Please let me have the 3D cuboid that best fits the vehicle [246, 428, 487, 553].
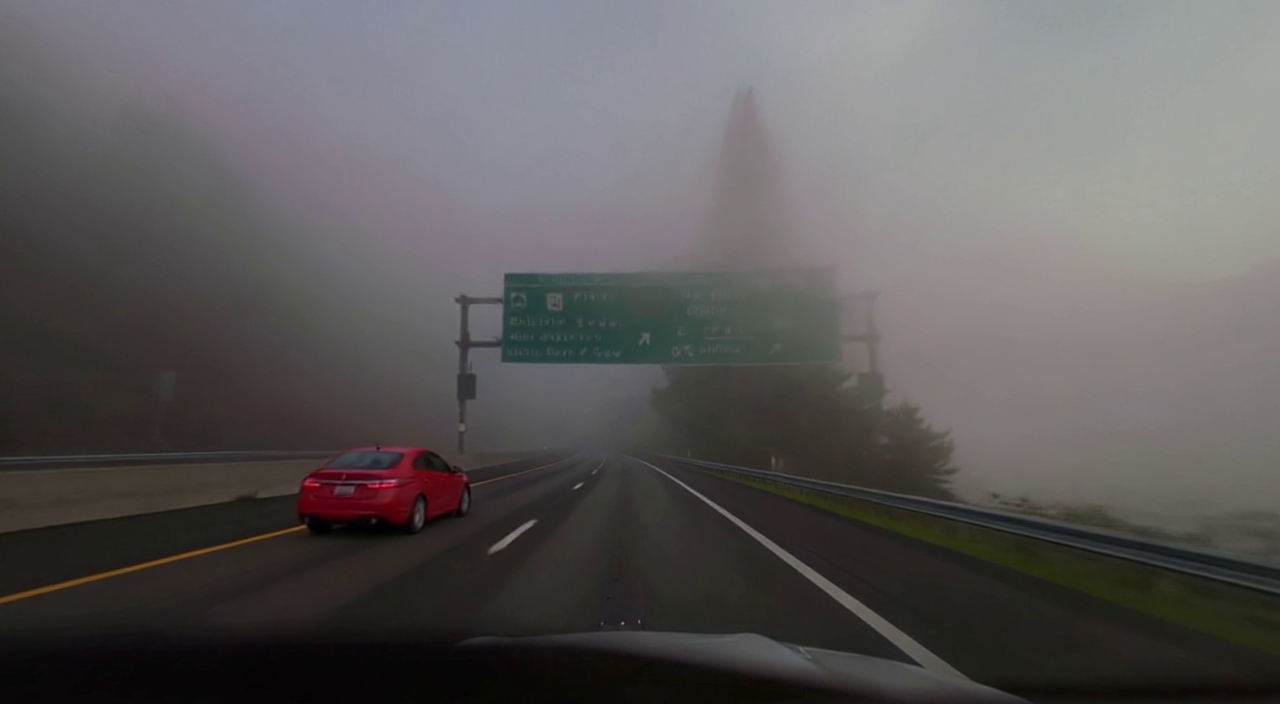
[{"bbox_3d":[-3.875,2.018,9.816,1.990,1.532,3.911,0,-9,0],"label":"vehicle"}]
